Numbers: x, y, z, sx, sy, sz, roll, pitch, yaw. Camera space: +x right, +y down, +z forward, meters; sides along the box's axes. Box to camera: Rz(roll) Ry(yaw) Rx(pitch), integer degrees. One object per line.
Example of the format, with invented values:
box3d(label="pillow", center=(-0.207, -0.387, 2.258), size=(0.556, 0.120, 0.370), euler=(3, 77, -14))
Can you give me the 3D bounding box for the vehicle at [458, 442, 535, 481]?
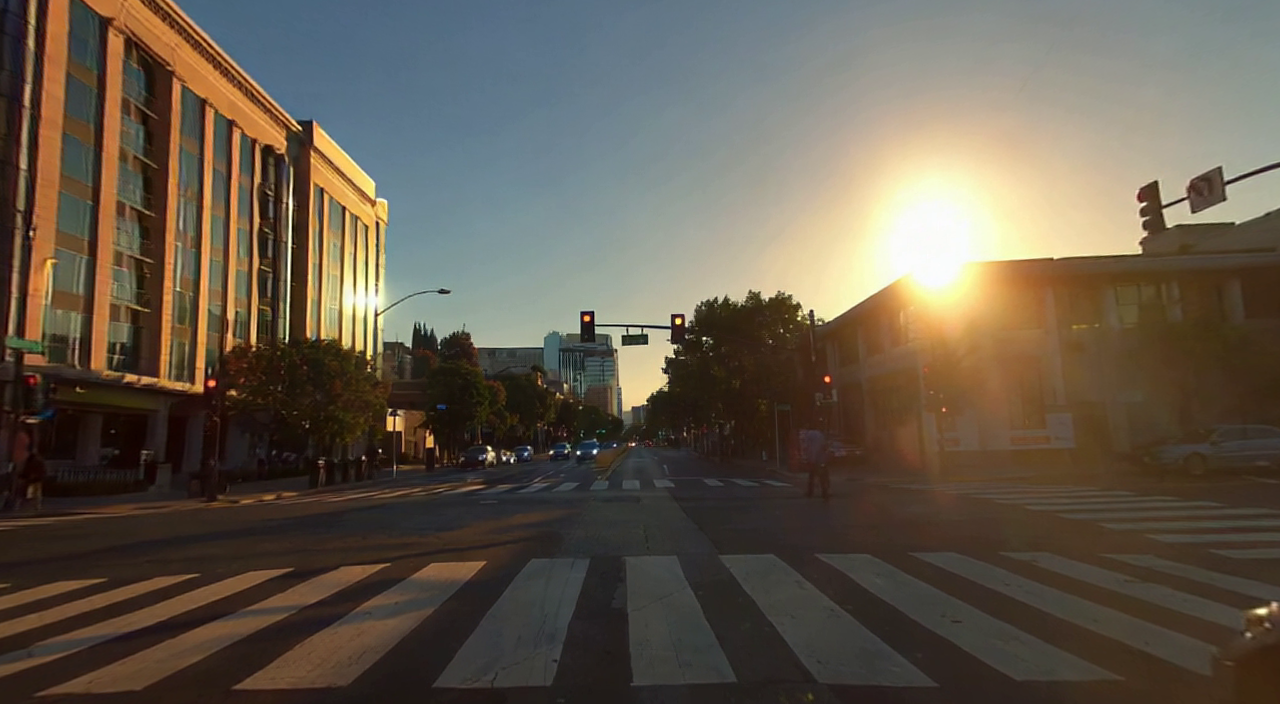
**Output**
box3d(label="vehicle", center=(-5.883, 4.544, 26.482), size=(2.127, 1.473, 4.428), euler=(0, -8, 1))
